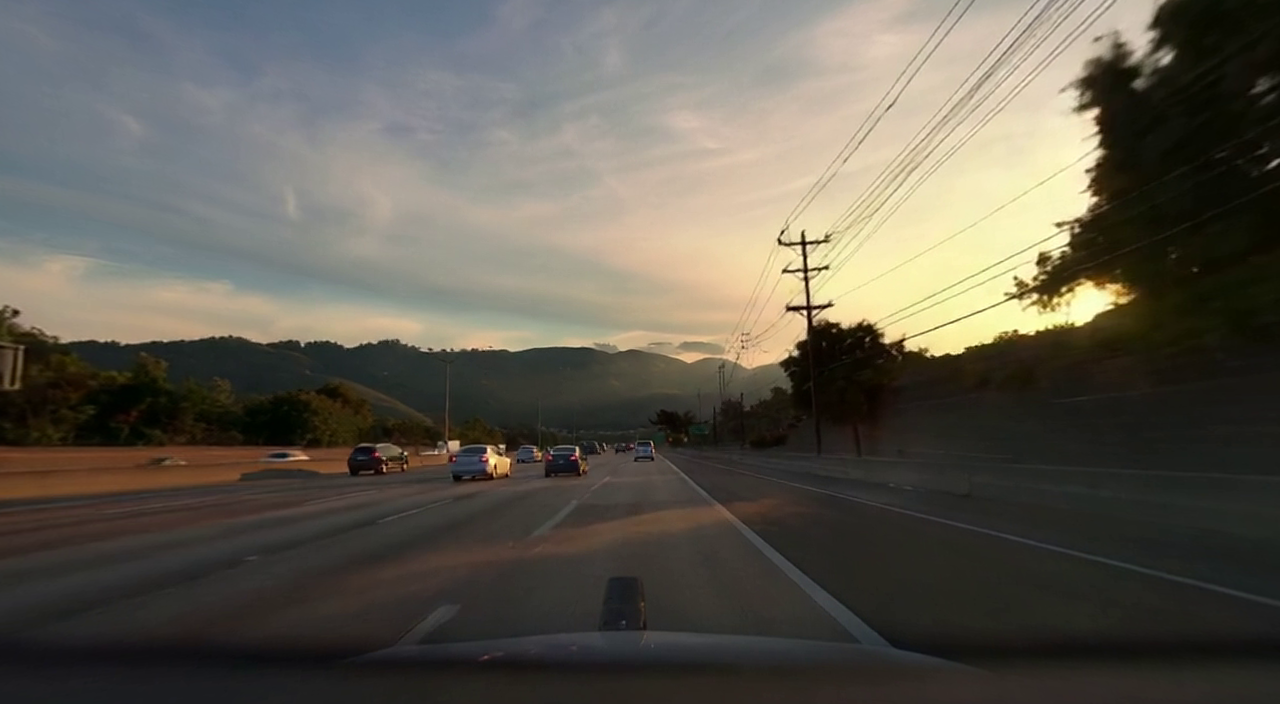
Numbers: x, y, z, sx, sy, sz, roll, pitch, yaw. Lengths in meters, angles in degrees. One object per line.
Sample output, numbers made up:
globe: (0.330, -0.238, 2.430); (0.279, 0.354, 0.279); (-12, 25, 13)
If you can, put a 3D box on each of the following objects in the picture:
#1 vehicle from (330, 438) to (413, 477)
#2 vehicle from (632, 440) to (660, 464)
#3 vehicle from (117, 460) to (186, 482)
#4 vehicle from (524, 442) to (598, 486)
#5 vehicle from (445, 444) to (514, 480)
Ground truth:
vehicle: (-14.240, 5.618, 33.850); (2.172, 1.946, 5.017); (0, -9, 1)
vehicle: (0.409, 7.779, 49.171); (2.001, 1.732, 4.823); (0, -9, -1)
vehicle: (-35.493, 8.627, 45.935); (1.788, 1.410, 4.013); (-1, -9, 1)
vehicle: (-2.787, 4.093, 23.283); (2.064, 1.446, 4.409); (0, -9, 2)
vehicle: (-7.125, 4.903, 28.386); (1.899, 1.472, 4.202); (0, -9, 1)
